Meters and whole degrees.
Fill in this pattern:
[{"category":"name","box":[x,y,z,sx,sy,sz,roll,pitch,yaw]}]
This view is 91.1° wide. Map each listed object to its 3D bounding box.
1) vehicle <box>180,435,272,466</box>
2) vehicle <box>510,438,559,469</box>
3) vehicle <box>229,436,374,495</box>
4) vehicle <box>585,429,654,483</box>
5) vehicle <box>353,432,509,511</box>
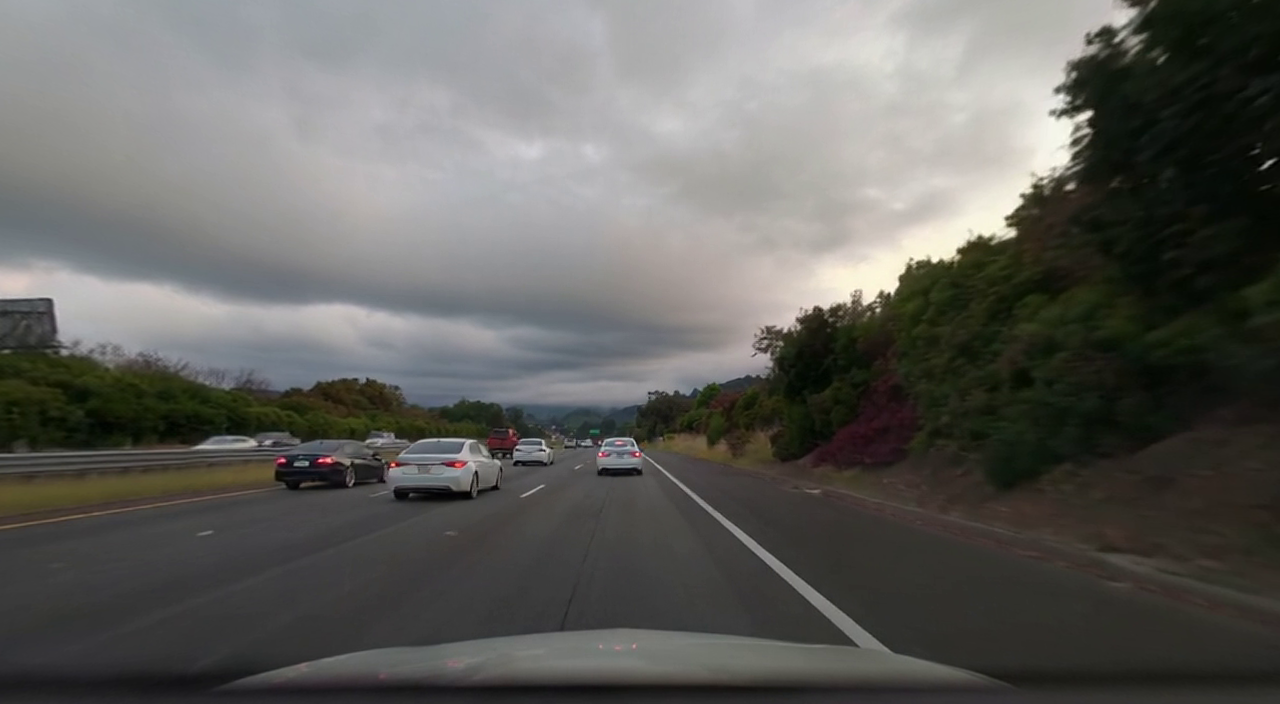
[{"category":"vehicle","box":[-21.642,5.123,33.088,1.834,1.469,4.535,0,-8,-1]},{"category":"vehicle","box":[-5.241,5.084,31.723,1.835,1.432,3.835,0,-8,0]},{"category":"vehicle","box":[-9.250,3.096,17.606,1.850,1.439,3.932,0,-8,0]},{"category":"vehicle","box":[-0.694,3.527,21.761,2.178,1.658,3.916,0,-8,-1]},{"category":"vehicle","box":[-4.372,2.532,14.012,1.971,1.464,4.386,0,-8,0]}]
